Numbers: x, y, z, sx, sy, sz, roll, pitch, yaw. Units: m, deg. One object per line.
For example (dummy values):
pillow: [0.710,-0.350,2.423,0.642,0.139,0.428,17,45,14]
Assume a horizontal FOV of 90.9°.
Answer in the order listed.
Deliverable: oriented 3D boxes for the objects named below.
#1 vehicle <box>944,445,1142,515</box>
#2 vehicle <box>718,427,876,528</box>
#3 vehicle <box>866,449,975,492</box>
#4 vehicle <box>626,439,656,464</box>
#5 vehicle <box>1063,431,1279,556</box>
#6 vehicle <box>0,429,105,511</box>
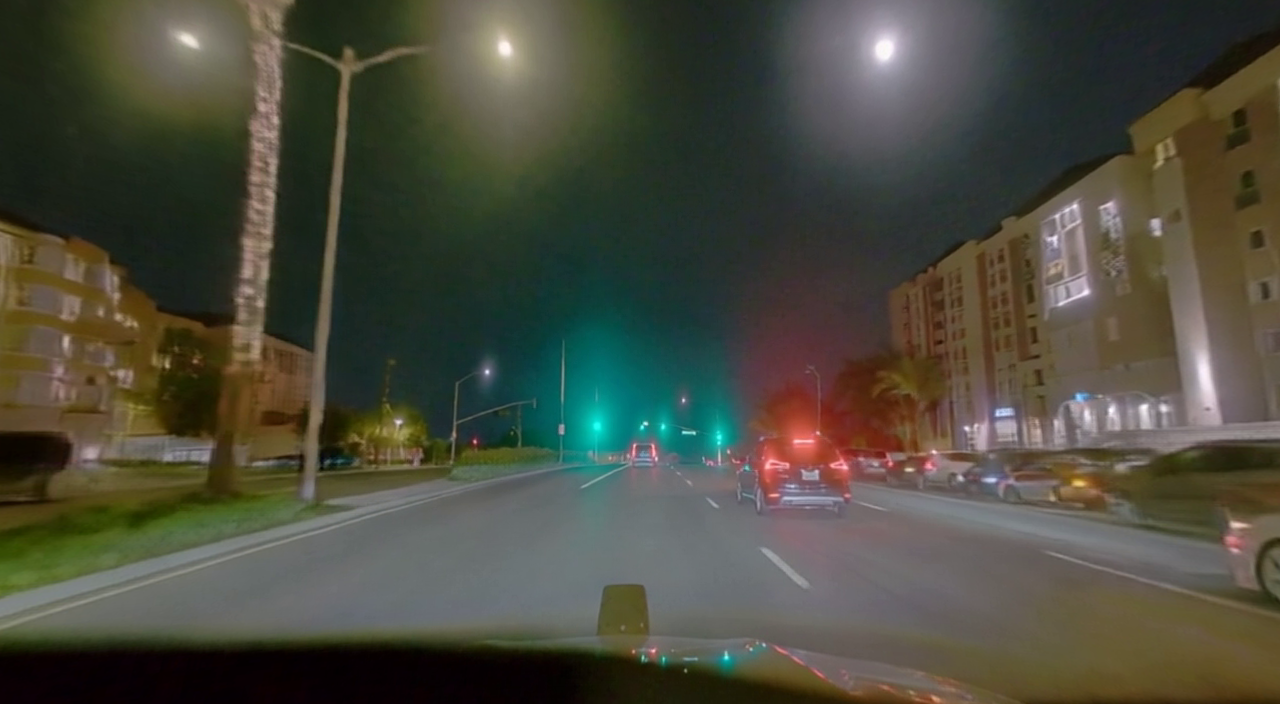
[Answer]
vehicle: [10.263,3.237,16.669,1.994,1.542,4.974,0,-8,0]
vehicle: [2.868,2.389,12.594,2.009,1.639,4.267,0,-8,-1]
vehicle: [10.341,4.376,23.719,1.891,1.428,4.680,0,-8,-1]
vehicle: [0.140,7.232,46.045,2.087,1.709,4.076,0,-8,1]
vehicle: [10.083,2.339,11.133,1.982,1.766,4.555,0,-8,-1]
vehicle: [-15.523,2.693,14.458,2.180,1.830,4.924,0,-8,-1]
